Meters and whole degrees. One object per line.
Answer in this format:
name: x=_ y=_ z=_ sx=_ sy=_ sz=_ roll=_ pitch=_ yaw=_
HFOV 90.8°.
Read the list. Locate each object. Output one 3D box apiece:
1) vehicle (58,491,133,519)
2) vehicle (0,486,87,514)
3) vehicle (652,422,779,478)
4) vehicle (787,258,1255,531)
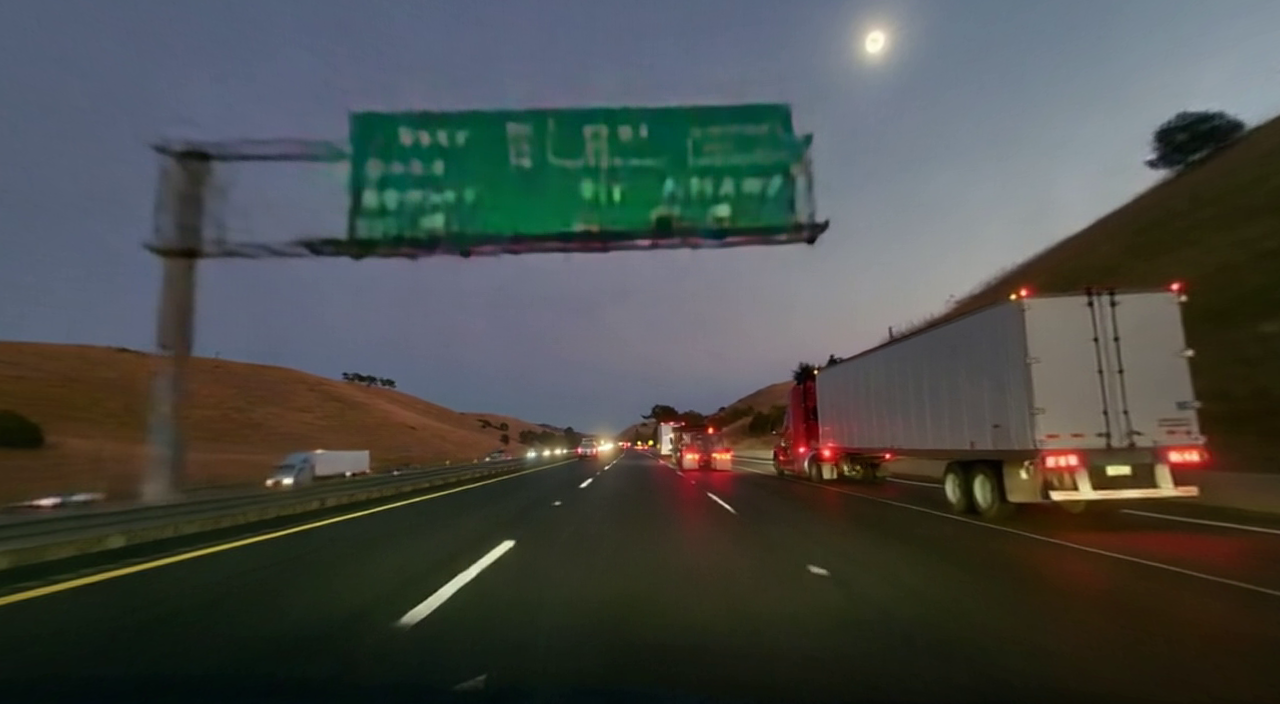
vehicle: x=-36.630 y=10.278 z=42.617 sx=1.705 sy=1.485 sz=3.776 roll=0 pitch=-9 yaw=-1
vehicle: x=-40.882 y=10.098 z=43.320 sx=1.837 sy=1.540 sz=4.565 roll=0 pitch=-9 yaw=-2
vehicle: x=3.156 y=4.228 z=27.437 sx=5.075 sy=2.277 sz=2.365 roll=0 pitch=-9 yaw=-3
vehicle: x=7.594 y=1.811 z=17.751 sx=2.935 sy=4.187 sz=16.357 roll=0 pitch=-9 yaw=0
